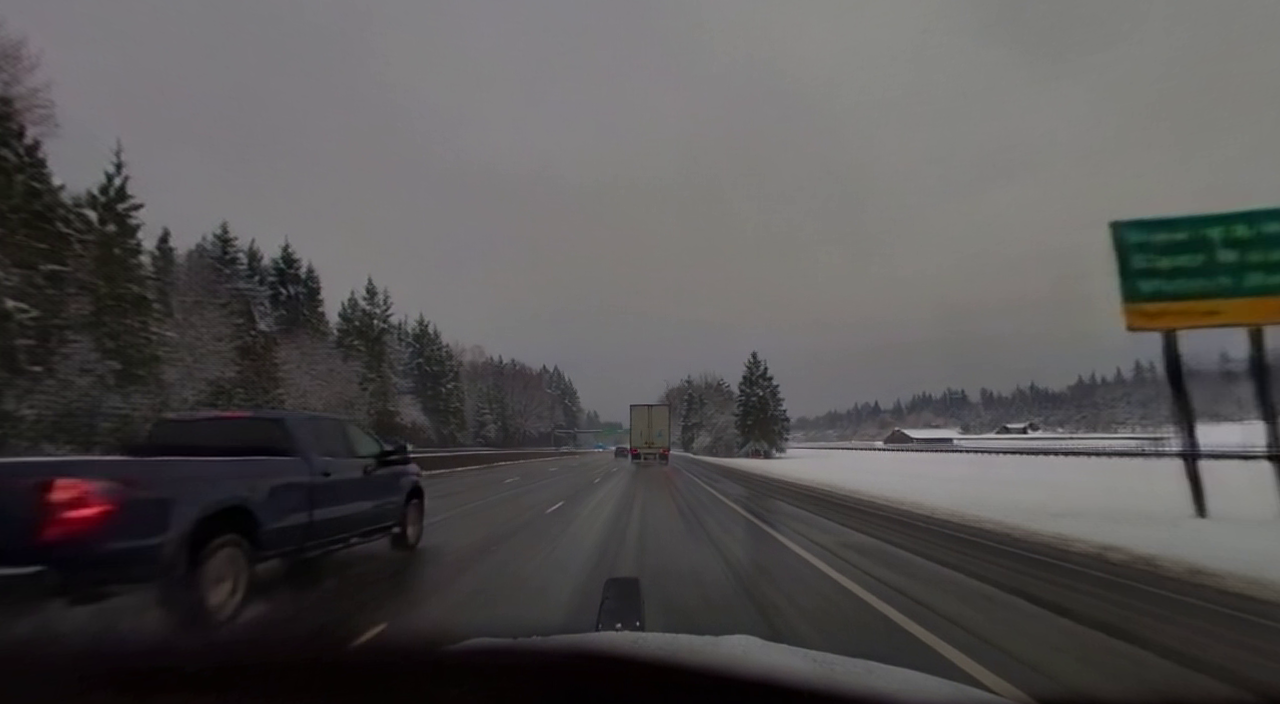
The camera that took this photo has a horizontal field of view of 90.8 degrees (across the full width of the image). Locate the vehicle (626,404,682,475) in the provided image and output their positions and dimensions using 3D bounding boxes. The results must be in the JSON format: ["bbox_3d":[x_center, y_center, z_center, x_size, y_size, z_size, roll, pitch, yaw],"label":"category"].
[{"bbox_3d":[0.721,5.657,39.929,2.976,3.800,12.335,0,-9,0],"label":"vehicle"}]

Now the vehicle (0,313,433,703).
[{"bbox_3d":[-3.724,1.191,5.242,2.226,1.933,5.179,0,-9,0],"label":"vehicle"}]
